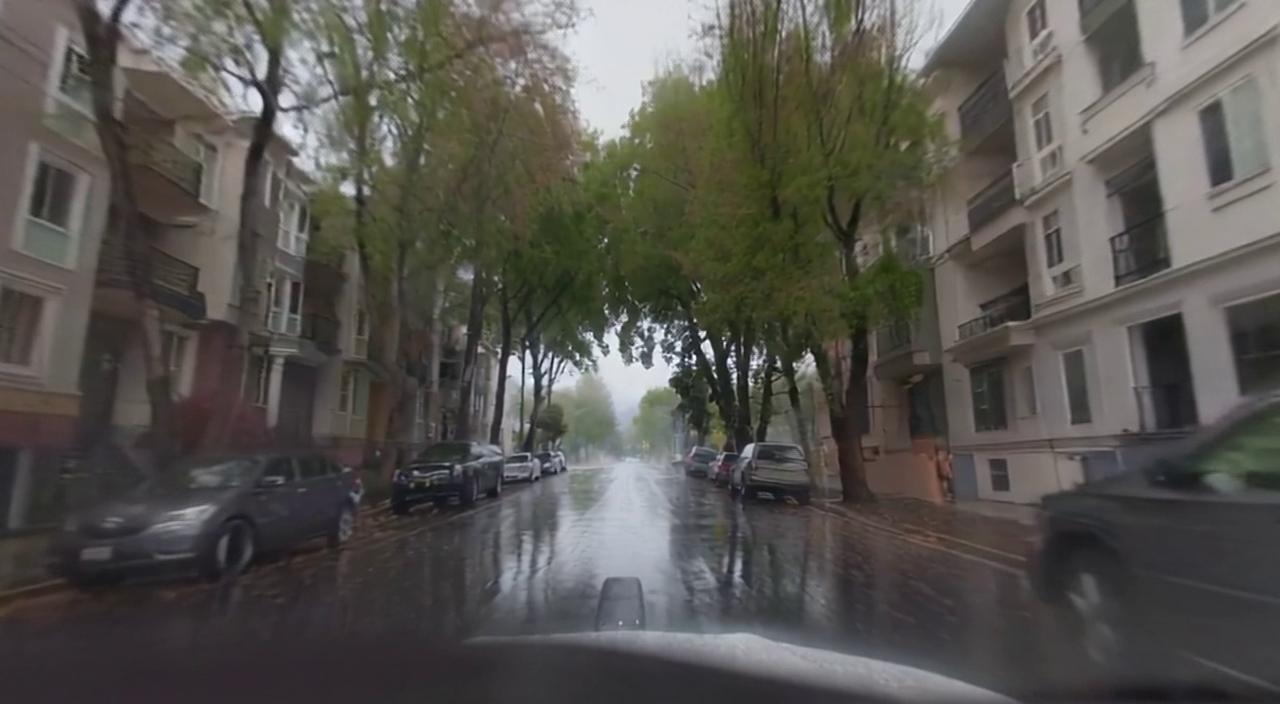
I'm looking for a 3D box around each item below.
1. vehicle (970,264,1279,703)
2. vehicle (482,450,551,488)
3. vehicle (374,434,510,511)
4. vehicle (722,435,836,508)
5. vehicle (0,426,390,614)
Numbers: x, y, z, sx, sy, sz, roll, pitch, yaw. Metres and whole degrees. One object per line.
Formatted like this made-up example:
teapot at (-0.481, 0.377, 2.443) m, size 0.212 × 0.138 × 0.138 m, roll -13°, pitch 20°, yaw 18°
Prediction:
vehicle at (3.818, 0.666, 2.312) m, size 2.371 × 2.123 × 5.122 m, roll 0°, pitch -9°, yaw -1°
vehicle at (-5.744, 5.485, 30.069) m, size 2.328 × 1.610 × 5.161 m, roll 0°, pitch -8°, yaw -1°
vehicle at (-5.827, 3.600, 19.534) m, size 2.499 × 2.008 × 5.293 m, roll 0°, pitch -8°, yaw 0°
vehicle at (3.879, 3.436, 18.726) m, size 2.137 × 1.848 × 4.953 m, roll 0°, pitch -9°, yaw -1°
vehicle at (-5.829, 2.060, 8.886) m, size 2.431 × 1.718 × 5.431 m, roll -3°, pitch -9°, yaw 0°
